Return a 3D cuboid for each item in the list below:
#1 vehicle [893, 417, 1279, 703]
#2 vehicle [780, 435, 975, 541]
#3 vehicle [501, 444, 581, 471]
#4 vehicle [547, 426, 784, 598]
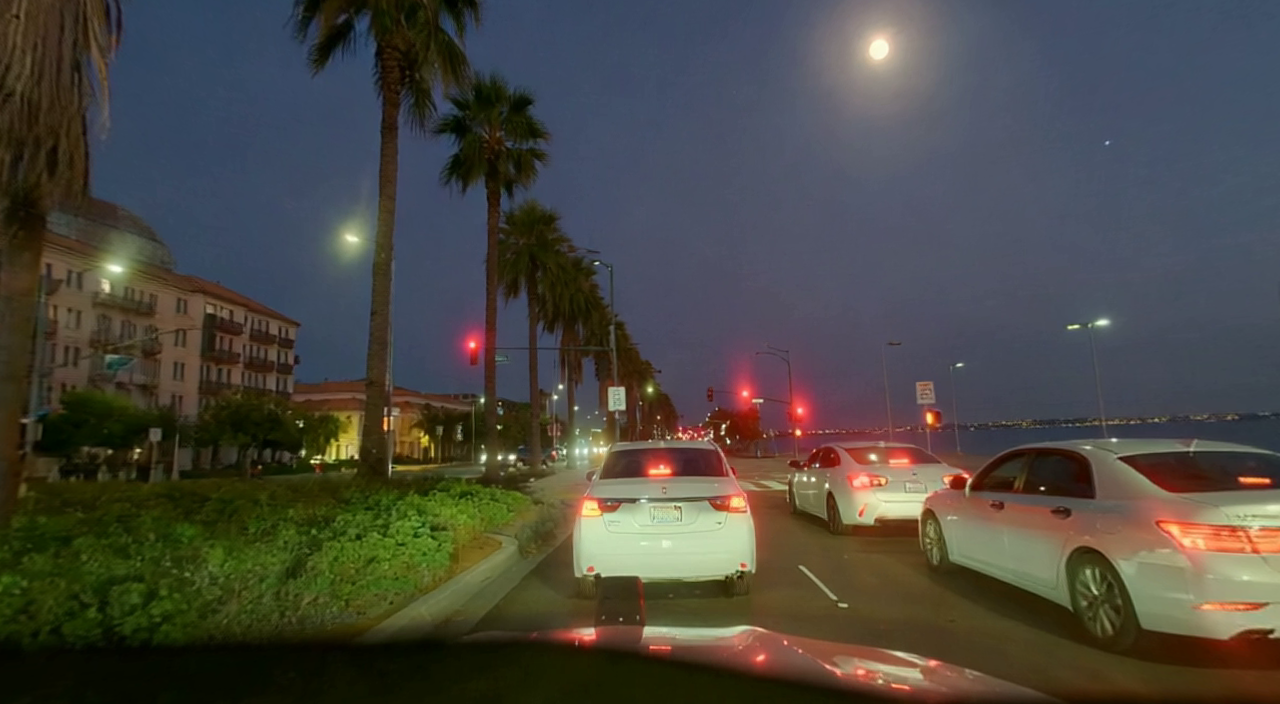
[{"bbox_3d":[3.911,1.366,5.098,1.913,1.469,4.425,0,-9,0],"label":"vehicle"},{"bbox_3d":[3.890,2.287,11.309,1.920,1.490,4.417,-1,-9,2],"label":"vehicle"},{"bbox_3d":[-6.142,6.522,39.329,4.495,1.604,2.022,6,-11,-35],"label":"vehicle"},{"bbox_3d":[0.262,1.704,7.509,2.093,1.503,3.681,0,-9,1],"label":"vehicle"}]
